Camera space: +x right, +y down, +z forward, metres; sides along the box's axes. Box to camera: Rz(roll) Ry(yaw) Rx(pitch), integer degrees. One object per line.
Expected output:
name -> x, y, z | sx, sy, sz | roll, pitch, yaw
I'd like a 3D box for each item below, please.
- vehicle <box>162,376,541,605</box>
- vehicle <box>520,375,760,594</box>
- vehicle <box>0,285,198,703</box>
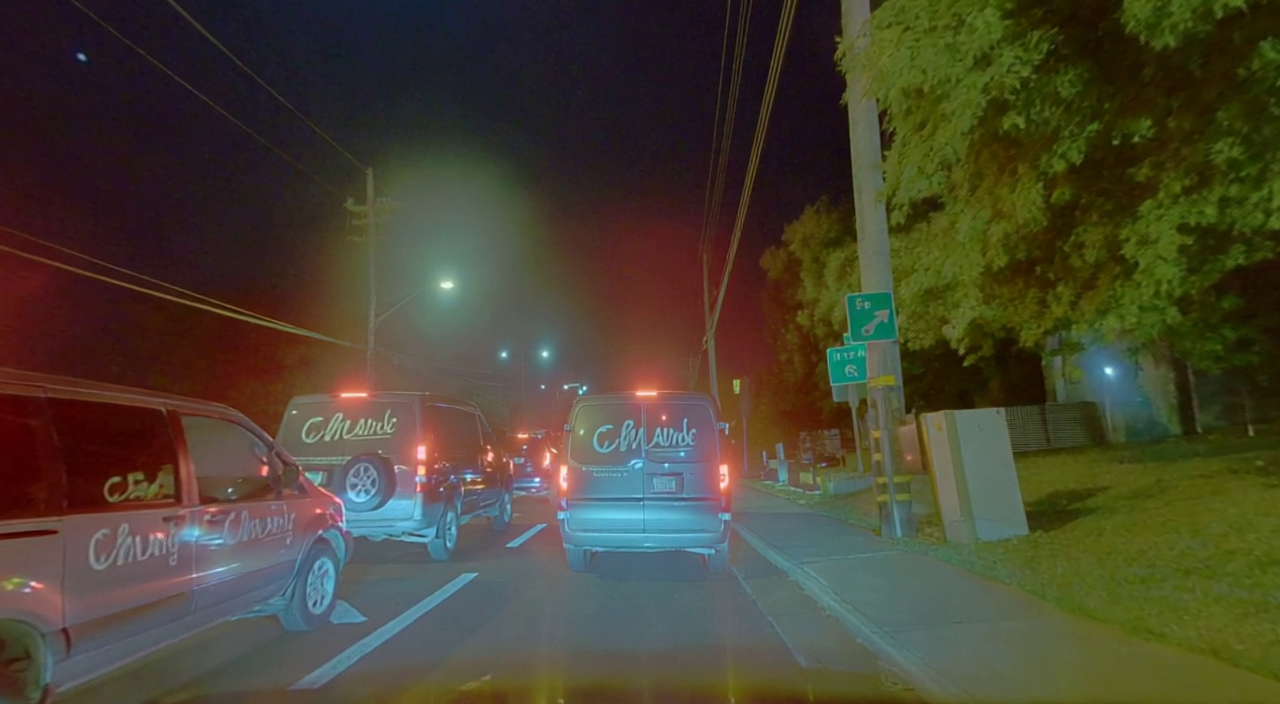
vehicle -> -2.754, 1.478, 7.609 | 2.109, 1.851, 4.749 | -1, -8, 3
vehicle -> 0.110, 1.466, 7.698 | 2.117, 1.911, 4.095 | -1, -8, 3
vehicle -> -3.118, 0.447, 0.250 | 2.160, 1.796, 4.997 | 0, -8, 1
